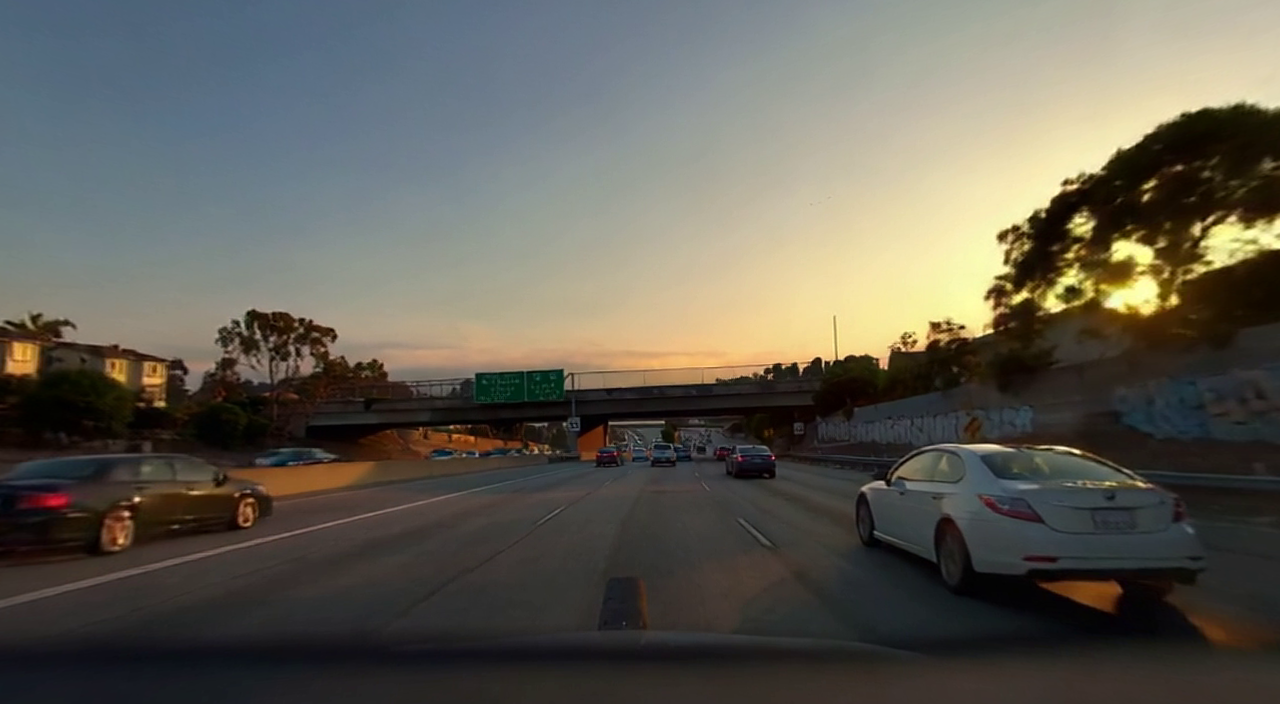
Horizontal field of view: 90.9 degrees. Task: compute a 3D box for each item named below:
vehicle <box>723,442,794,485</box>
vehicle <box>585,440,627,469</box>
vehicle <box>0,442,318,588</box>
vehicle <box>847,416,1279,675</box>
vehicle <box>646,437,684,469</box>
[{"bbox_3d":[4.251,4.043,23.199,1.854,1.438,3.954,0,-8,1],"label":"vehicle"},{"bbox_3d":[-2.164,6.667,41.120,2.070,1.740,4.678,-1,-8,5],"label":"vehicle"},{"bbox_3d":[-6.785,2.038,8.882,2.050,1.507,4.375,0,-8,2],"label":"vehicle"},{"bbox_3d":[3.607,1.455,5.922,1.912,1.509,4.291,0,-8,1],"label":"vehicle"},{"bbox_3d":[1.531,6.108,38.278,2.183,1.764,4.134,-1,-8,3],"label":"vehicle"}]
